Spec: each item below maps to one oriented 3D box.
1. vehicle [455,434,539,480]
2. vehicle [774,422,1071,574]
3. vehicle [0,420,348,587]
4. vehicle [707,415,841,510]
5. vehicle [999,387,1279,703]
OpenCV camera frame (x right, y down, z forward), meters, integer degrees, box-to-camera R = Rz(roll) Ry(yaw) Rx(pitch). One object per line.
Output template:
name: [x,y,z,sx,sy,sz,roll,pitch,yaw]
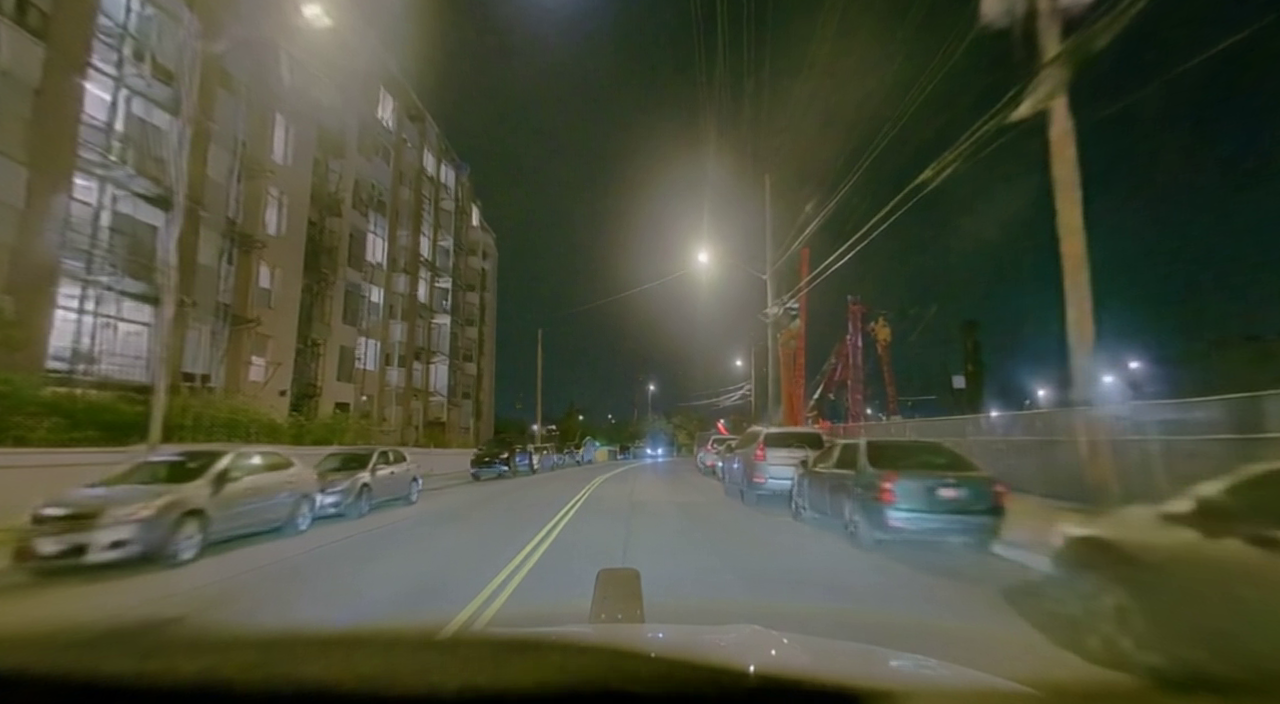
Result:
vehicle: [-6.435,4.786,29.091,2.194,1.861,5.725,0,-8,4]
vehicle: [3.560,1.921,9.269,2.017,1.600,4.965,0,-8,-1]
vehicle: [-6.238,1.974,8.700,1.996,1.578,4.806,-4,-11,2]
vehicle: [2.935,2.559,14.983,2.000,1.871,4.797,1,-8,-2]
vehicle: [3.642,0.877,2.080,1.976,1.588,4.968,0,-8,0]
